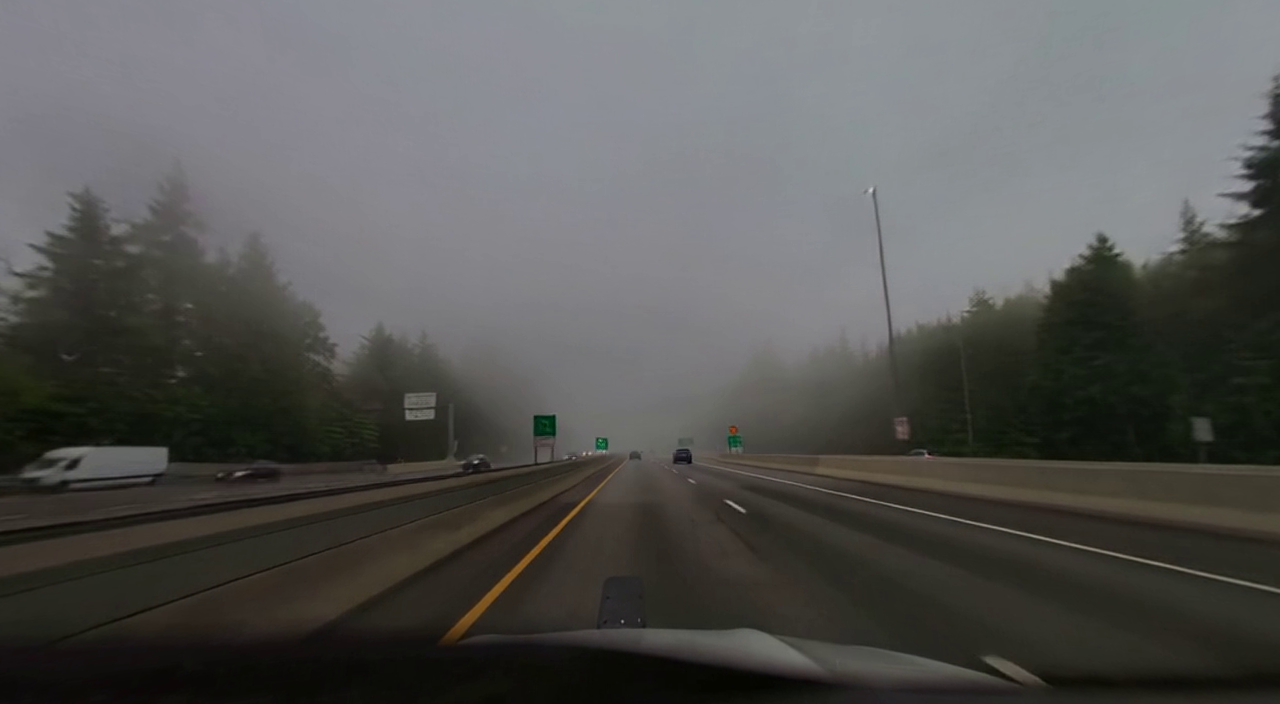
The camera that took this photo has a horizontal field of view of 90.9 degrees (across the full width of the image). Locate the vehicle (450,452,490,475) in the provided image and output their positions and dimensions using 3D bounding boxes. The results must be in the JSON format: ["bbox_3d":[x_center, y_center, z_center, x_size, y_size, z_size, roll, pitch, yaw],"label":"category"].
[{"bbox_3d":[-12.678,8.354,47.304,1.854,1.581,3.953,0,-9,1],"label":"vehicle"}]

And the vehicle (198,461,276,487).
[{"bbox_3d":[-25.434,7.677,39.948,1.887,1.475,4.485,0,-9,1],"label":"vehicle"}]

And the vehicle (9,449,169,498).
[{"bbox_3d":[-29.134,6.394,33.754,2.666,2.344,6.287,0,-9,2],"label":"vehicle"}]

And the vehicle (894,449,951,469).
[{"bbox_3d":[20.008,7.573,44.794,1.926,1.386,3.719,1,-9,-7],"label":"vehicle"}]
